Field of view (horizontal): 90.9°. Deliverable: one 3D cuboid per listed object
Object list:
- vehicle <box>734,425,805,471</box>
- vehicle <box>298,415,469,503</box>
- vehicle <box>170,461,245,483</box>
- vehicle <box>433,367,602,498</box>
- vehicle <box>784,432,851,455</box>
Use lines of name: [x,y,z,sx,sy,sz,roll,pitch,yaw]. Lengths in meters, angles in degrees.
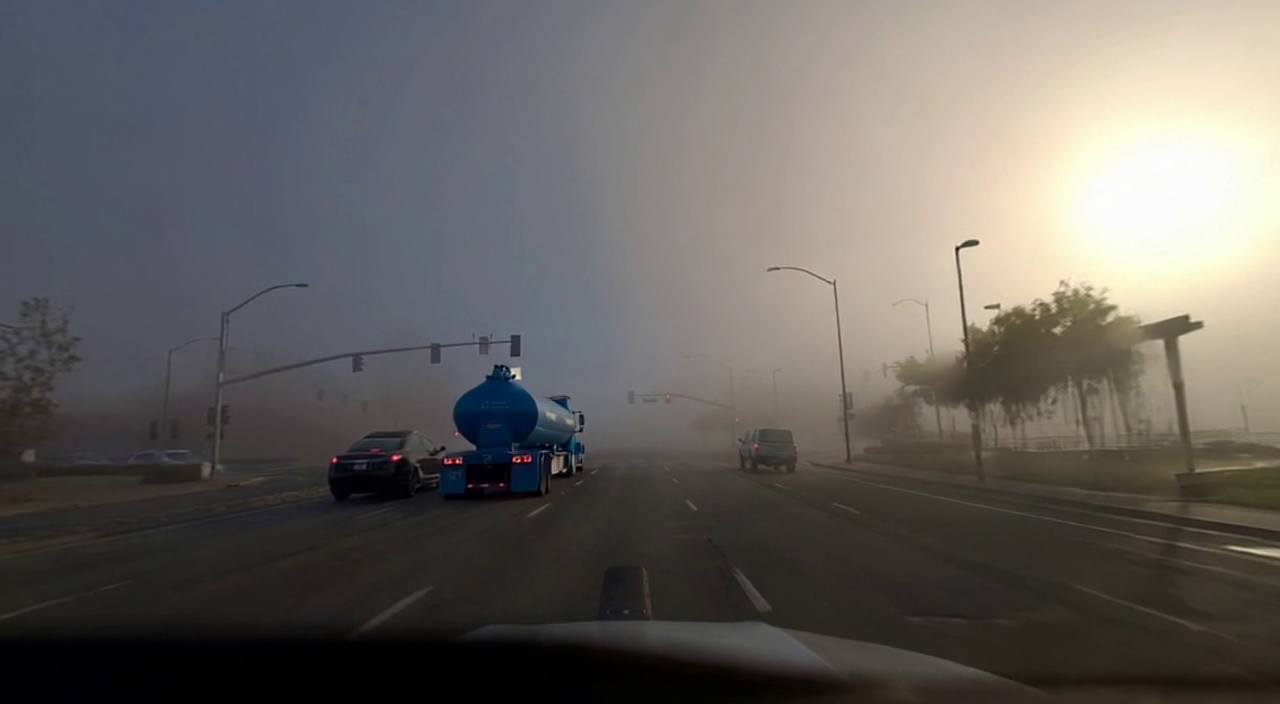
vehicle: [5.828,4.408,29.036,2.093,1.926,4.749,0,-8,-2]
vehicle: [-6.662,2.868,17.322,2.375,1.989,5.497,0,-8,0]
vehicle: [-30.797,8.525,44.918,4.507,1.470,1.816,-2,-9,15]
vehicle: [-3.232,2.880,21.922,2.841,3.004,14.901,0,-8,0]
vehicle: [12.803,6.683,45.799,4.450,1.580,1.808,-2,-8,9]
